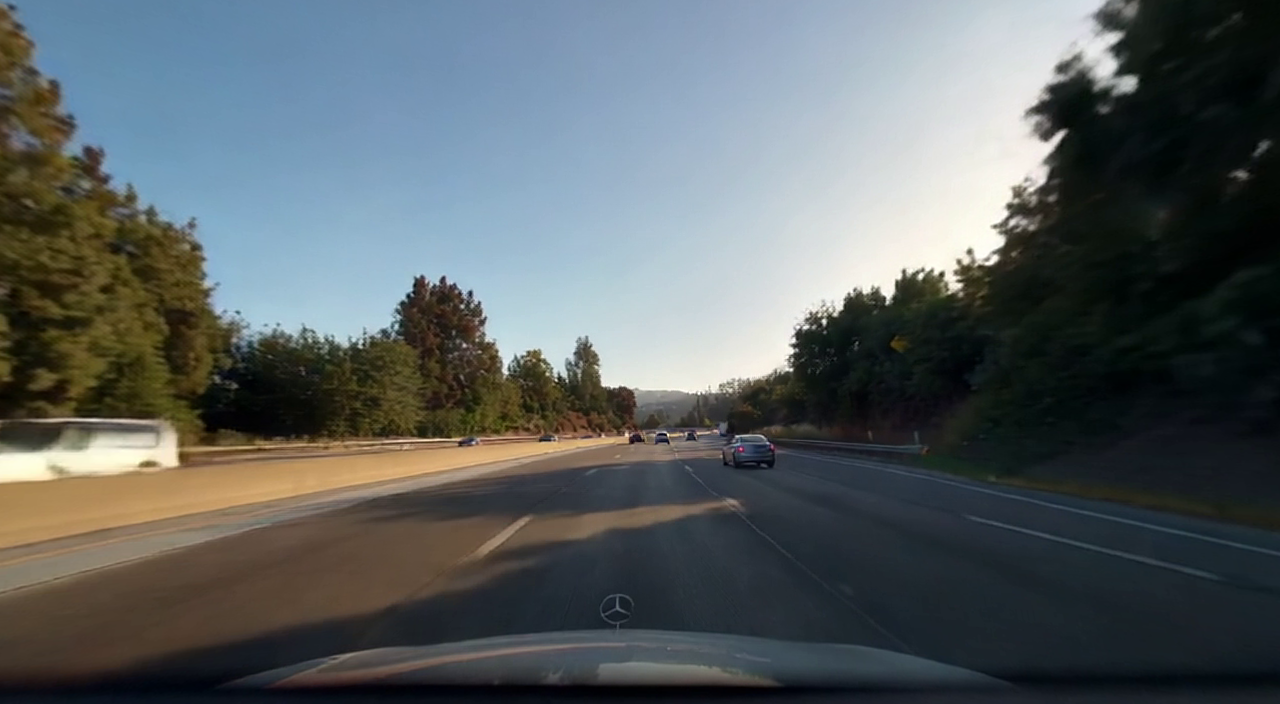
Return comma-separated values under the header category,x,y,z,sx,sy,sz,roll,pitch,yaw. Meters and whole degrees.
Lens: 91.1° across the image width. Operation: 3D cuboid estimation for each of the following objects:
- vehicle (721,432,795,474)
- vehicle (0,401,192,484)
category,x,y,z,sx,sy,sz,roll,pitch,yaw
vehicle,4.406,3.821,24.171,1.982,1.452,4.294,0,-8,-1
vehicle,-20.045,3.314,23.203,2.615,2.658,5.739,0,-8,1
